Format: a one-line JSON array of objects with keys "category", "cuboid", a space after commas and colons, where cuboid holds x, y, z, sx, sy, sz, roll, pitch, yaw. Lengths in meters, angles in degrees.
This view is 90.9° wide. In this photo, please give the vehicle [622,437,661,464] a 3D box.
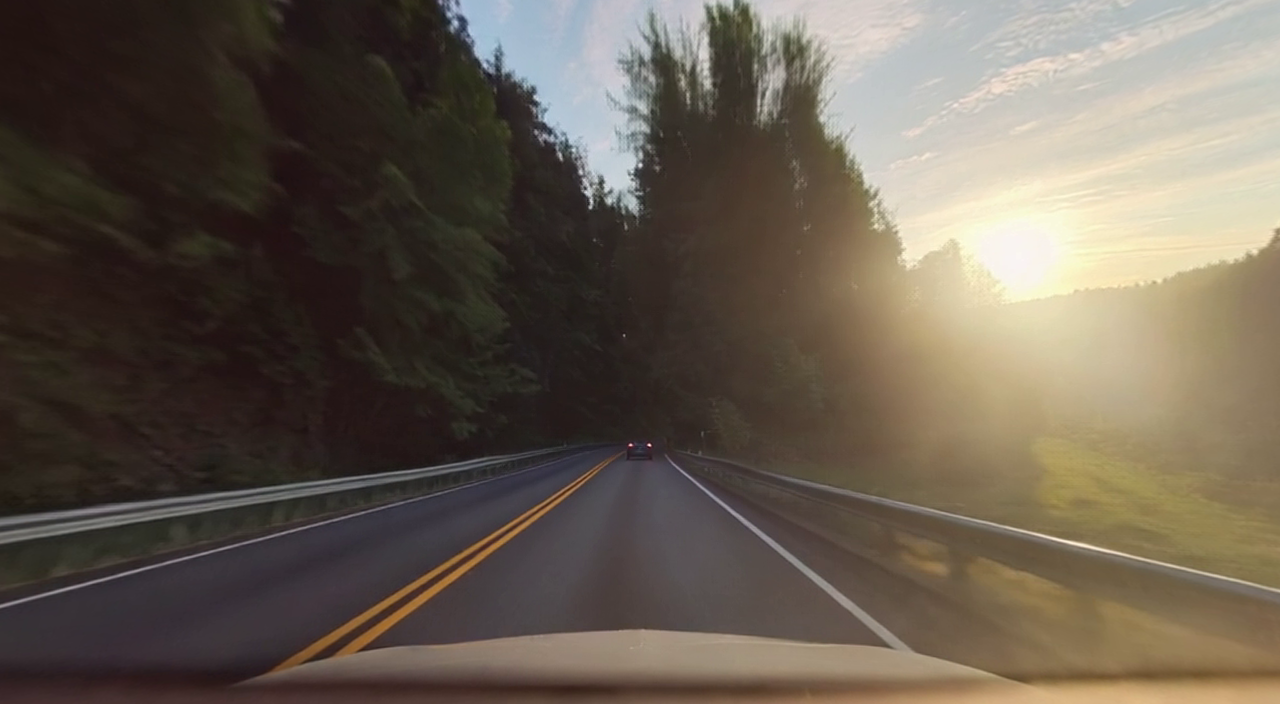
[{"category": "vehicle", "cuboid": [0.088, 5.781, 37.244, 2.120, 1.491, 4.349, 0, -8, 0]}]
